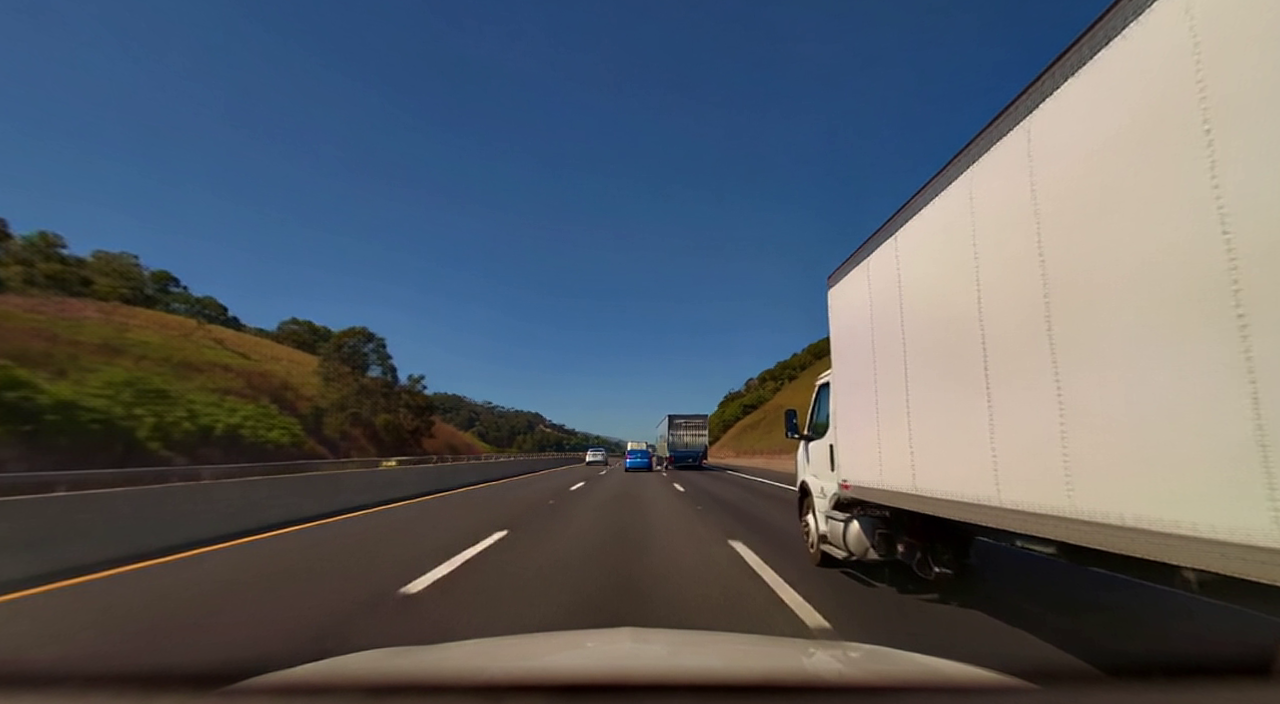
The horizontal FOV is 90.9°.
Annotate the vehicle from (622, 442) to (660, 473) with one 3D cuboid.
[{"bbox_3d":[0.061,6.526,39.029,2.166,1.747,4.299,0,-9,0],"label":"vehicle"}]

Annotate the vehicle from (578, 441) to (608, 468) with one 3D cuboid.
[{"bbox_3d":[-3.665,8.054,49.717,1.955,2.004,4.792,0,-9,1],"label":"vehicle"}]

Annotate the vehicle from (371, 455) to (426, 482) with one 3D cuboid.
[{"bbox_3d":[-16.116,7.763,42.263,1.887,1.653,4.289,0,-9,1],"label":"vehicle"}]
